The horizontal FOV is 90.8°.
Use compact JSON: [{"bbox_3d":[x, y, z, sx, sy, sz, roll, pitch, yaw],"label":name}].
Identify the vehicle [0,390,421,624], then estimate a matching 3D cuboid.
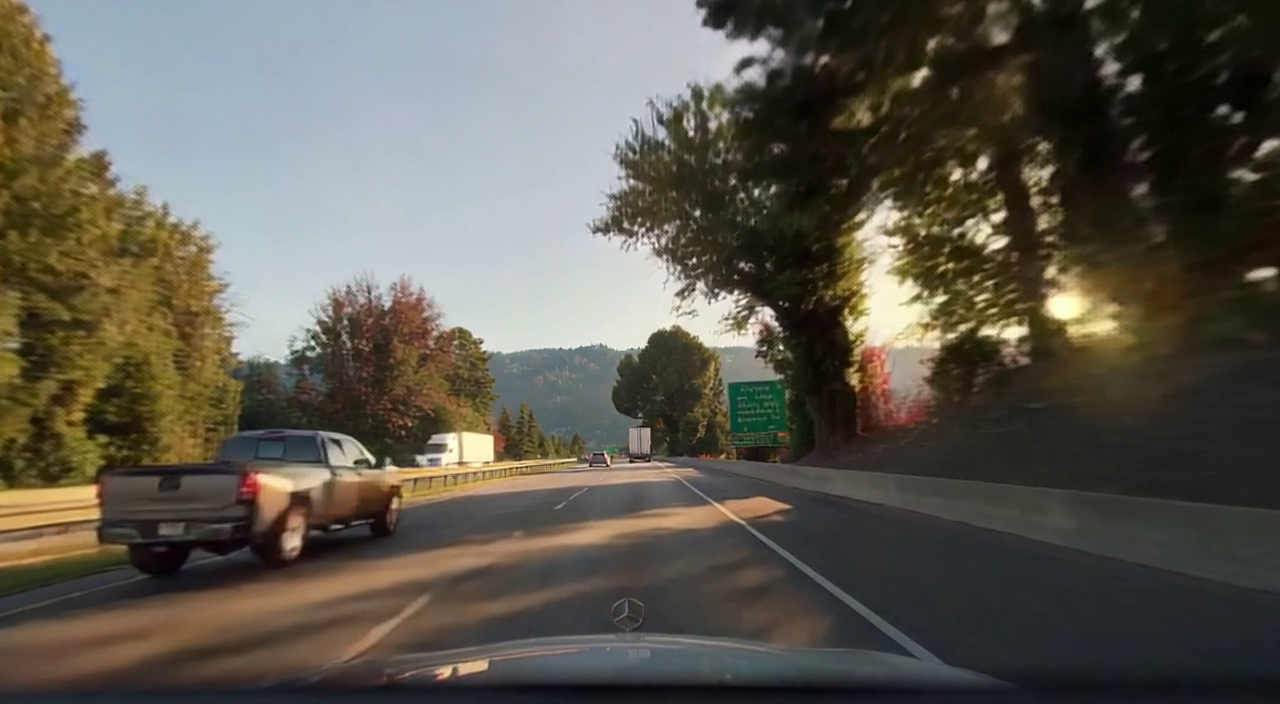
[{"bbox_3d":[-4.485,1.594,7.411,2.079,1.845,4.654,0,-9,1],"label":"vehicle"}]
